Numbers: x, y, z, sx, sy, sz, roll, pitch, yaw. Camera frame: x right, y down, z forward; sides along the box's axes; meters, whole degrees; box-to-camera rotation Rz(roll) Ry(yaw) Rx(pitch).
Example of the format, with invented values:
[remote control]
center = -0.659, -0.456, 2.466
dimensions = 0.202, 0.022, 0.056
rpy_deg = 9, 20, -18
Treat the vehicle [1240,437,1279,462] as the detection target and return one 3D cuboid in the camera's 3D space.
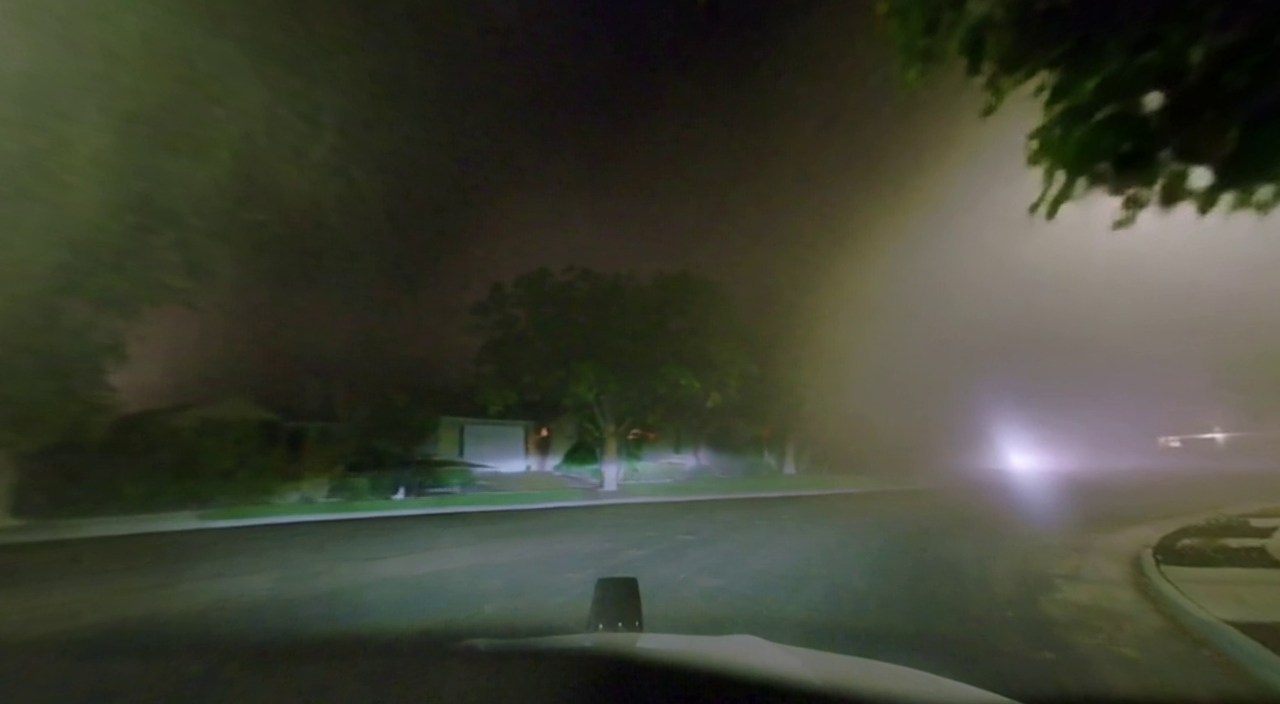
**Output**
[vehicle]
center = 47.196, 7.295, 47.502
dimensions = 4.329, 1.442, 1.819
rpy_deg = -1, -7, -33
